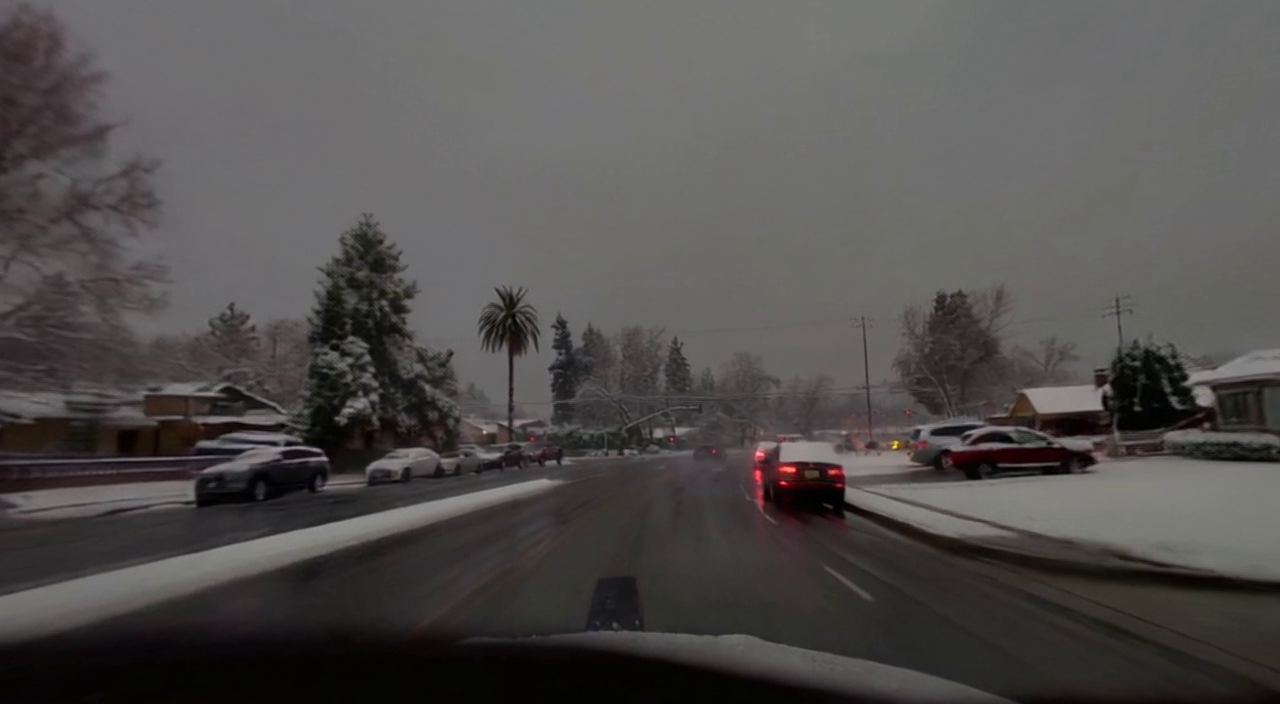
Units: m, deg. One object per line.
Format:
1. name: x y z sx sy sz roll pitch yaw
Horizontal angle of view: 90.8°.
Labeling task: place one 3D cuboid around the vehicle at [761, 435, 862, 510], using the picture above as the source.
1. vehicle: 4.397 3.138 16.935 2.043 1.692 4.581 -1 -9 9

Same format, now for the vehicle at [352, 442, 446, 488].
1. vehicle: -11.385 5.365 30.338 2.081 1.948 4.821 -1 -9 8

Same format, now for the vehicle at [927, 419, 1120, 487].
1. vehicle: 11.596 3.132 19.501 4.557 1.795 1.986 -4 -10 13

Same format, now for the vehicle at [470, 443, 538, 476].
1. vehicle: -8.873 7.098 42.013 2.051 1.957 5.968 -1 -9 13

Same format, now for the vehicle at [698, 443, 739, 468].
1. vehicle: 5.095 6.621 40.403 2.035 1.474 4.284 -2 -9 14

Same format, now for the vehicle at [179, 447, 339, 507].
1. vehicle: -12.614 4.124 21.380 1.967 1.736 4.730 -1 -9 8

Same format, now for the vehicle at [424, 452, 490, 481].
1. vehicle: -10.299 6.451 35.946 1.786 1.488 4.518 -3 -9 10
